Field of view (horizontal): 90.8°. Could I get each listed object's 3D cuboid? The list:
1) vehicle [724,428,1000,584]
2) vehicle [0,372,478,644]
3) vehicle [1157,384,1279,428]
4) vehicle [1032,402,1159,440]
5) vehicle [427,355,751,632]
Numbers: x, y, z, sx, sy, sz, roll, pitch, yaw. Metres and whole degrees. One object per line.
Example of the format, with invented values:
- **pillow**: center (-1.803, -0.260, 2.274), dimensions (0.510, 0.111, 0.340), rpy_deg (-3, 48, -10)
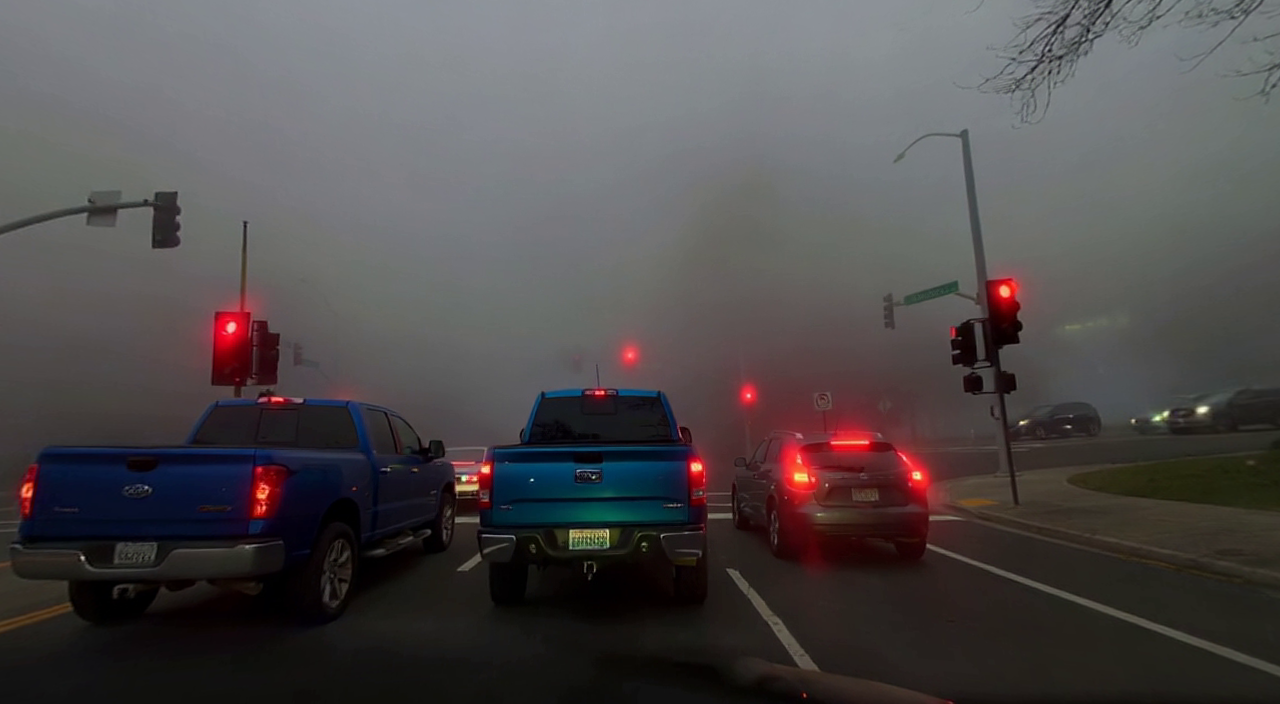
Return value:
- **vehicle**: center (2.432, 1.816, 8.314), dimensions (2.016, 1.481, 4.336), rpy_deg (0, -9, 0)
- **vehicle**: center (-3.462, 1.433, 6.932), dimensions (2.146, 1.828, 5.148), rpy_deg (0, -9, -2)
- **vehicle**: center (27.979, 2.575, 29.660), dimensions (5.302, 1.894, 2.200), rpy_deg (0, -9, 1)
- **vehicle**: center (23.279, 3.591, 32.476), dimensions (4.721, 1.866, 2.188), rpy_deg (0, -9, 2)
- **vehicle**: center (-0.396, 1.324, 6.783), dimensions (2.282, 1.964, 4.421), rpy_deg (0, -9, -1)
